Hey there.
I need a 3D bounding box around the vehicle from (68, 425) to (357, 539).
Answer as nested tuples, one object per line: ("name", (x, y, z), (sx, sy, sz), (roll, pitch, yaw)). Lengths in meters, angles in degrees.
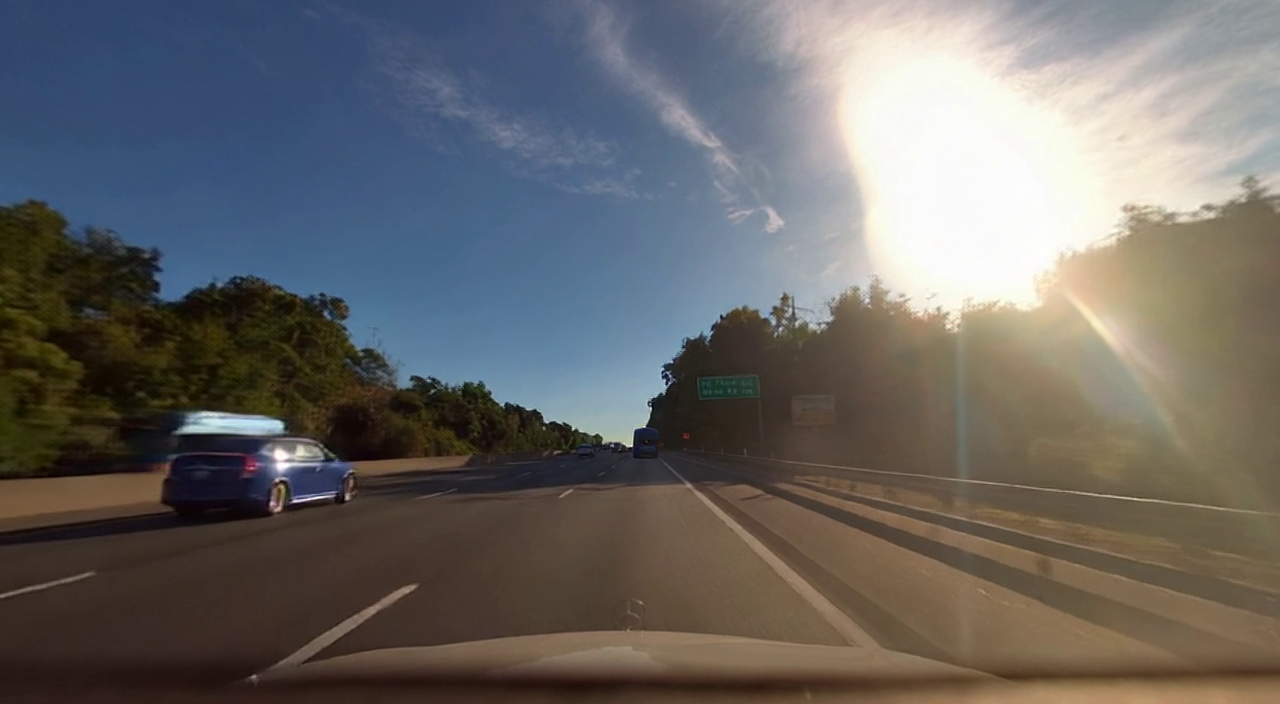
("vehicle", (-7.459, 2.283, 11.806), (2.080, 1.674, 4.660), (0, -8, 1))
